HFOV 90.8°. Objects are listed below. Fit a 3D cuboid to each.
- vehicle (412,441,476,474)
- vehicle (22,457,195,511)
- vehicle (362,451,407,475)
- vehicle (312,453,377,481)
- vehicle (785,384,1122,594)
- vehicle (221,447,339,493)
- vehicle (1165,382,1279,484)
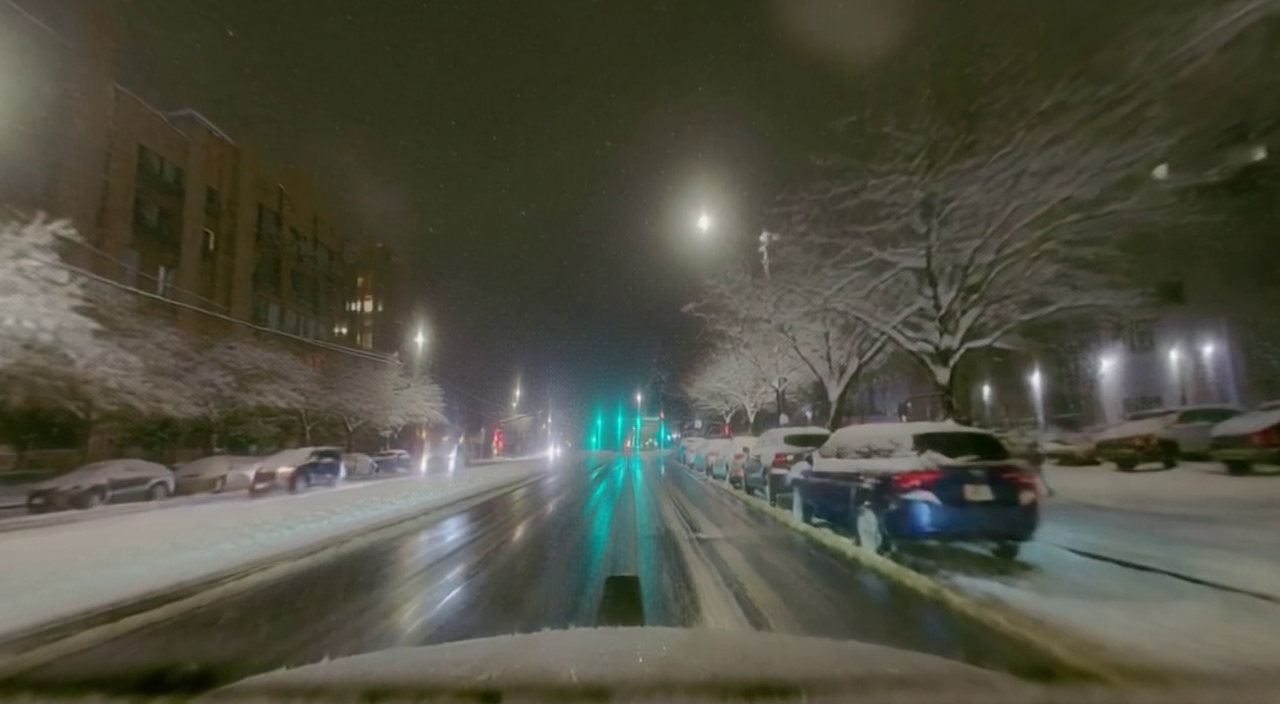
[{"bbox_3d":[-11.363,6.141,37.055,2.127,1.752,4.889,0,-8,1],"label":"vehicle"},{"bbox_3d":[-17.882,4.424,21.641,1.932,1.510,4.685,0,-8,-2],"label":"vehicle"},{"bbox_3d":[-18.231,7.910,45.185,1.760,1.566,3.664,0,-8,-2],"label":"vehicle"},{"bbox_3d":[-18.201,7.084,39.141,1.958,1.534,4.428,0,-8,-1],"label":"vehicle"},{"bbox_3d":[3.395,1.574,8.063,1.935,1.920,4.397,0,-8,-1],"label":"vehicle"},{"bbox_3d":[-14.537,4.738,25.861,2.150,1.700,4.442,0,-8,0],"label":"vehicle"},{"bbox_3d":[15.157,1.977,15.160,5.586,2.094,2.297,6,-8,-33],"label":"vehicle"}]
